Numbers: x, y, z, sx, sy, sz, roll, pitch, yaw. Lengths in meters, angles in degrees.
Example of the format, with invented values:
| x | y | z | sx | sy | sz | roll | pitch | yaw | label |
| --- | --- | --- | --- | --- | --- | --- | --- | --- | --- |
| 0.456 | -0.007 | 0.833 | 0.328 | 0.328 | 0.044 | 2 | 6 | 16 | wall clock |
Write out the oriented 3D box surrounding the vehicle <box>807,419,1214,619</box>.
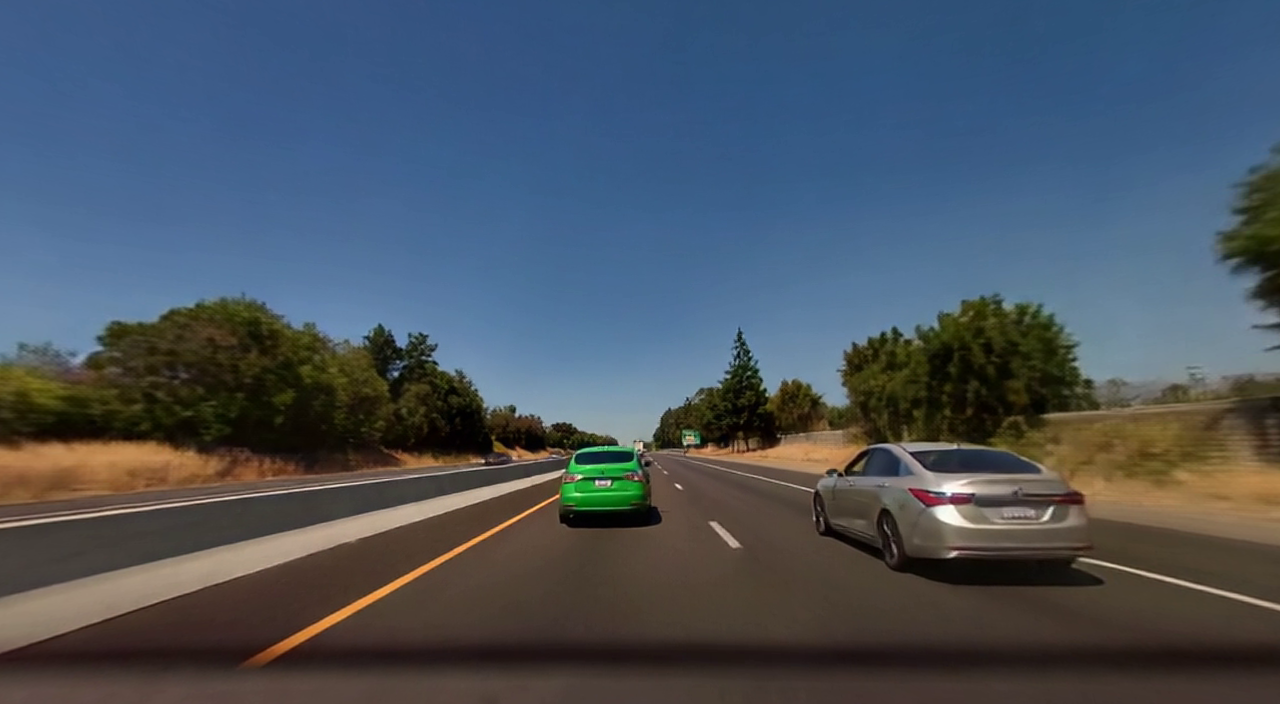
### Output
| x | y | z | sx | sy | sz | roll | pitch | yaw | label |
| --- | --- | --- | --- | --- | --- | --- | --- | --- | --- |
| 3.450 | 1.615 | 6.979 | 2.021 | 1.533 | 4.014 | 0 | -9 | 0 | vehicle |

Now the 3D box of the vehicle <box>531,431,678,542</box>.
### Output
| x | y | z | sx | sy | sz | roll | pitch | yaw | label |
| --- | --- | --- | --- | --- | --- | --- | --- | --- | --- |
| -0.531 | 2.246 | 11.094 | 2.083 | 1.548 | 4.251 | 0 | -9 | -1 | vehicle |
